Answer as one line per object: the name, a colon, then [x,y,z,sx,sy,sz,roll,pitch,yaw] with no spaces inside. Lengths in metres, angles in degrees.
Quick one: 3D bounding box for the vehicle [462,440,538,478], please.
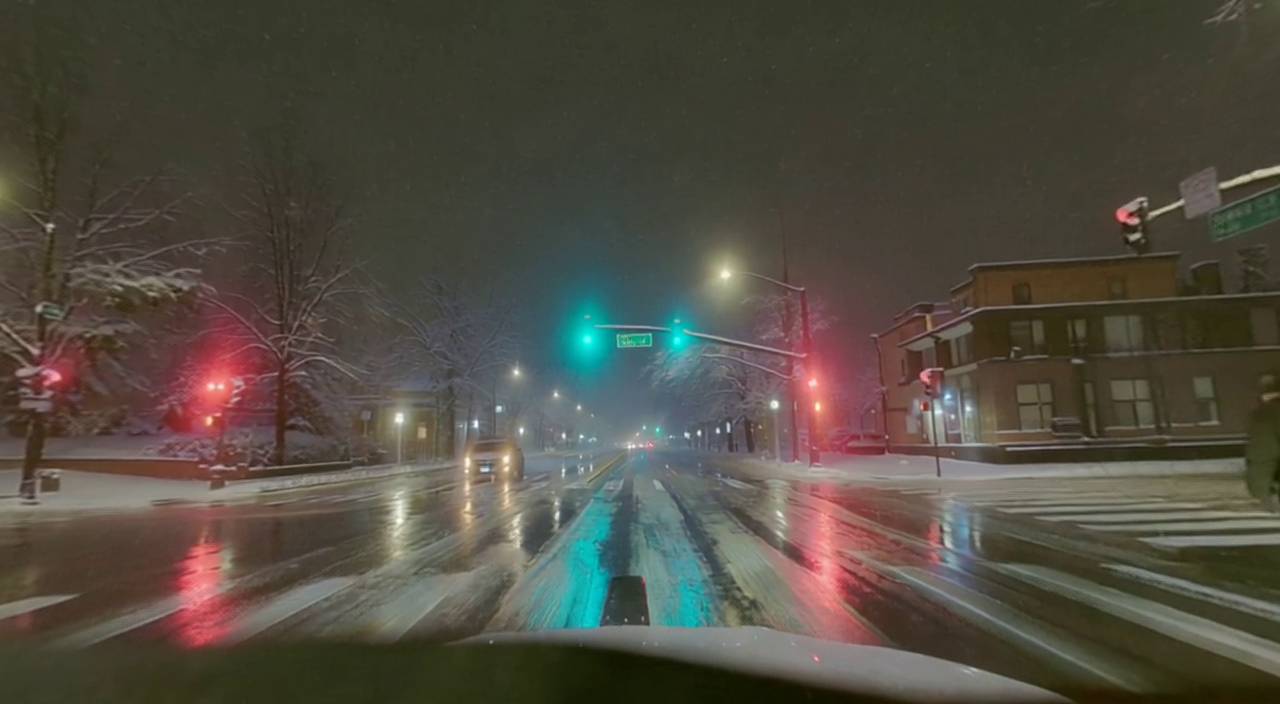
vehicle: [-5.849,4.509,26.934,2.127,1.473,4.428,0,-8,1]
